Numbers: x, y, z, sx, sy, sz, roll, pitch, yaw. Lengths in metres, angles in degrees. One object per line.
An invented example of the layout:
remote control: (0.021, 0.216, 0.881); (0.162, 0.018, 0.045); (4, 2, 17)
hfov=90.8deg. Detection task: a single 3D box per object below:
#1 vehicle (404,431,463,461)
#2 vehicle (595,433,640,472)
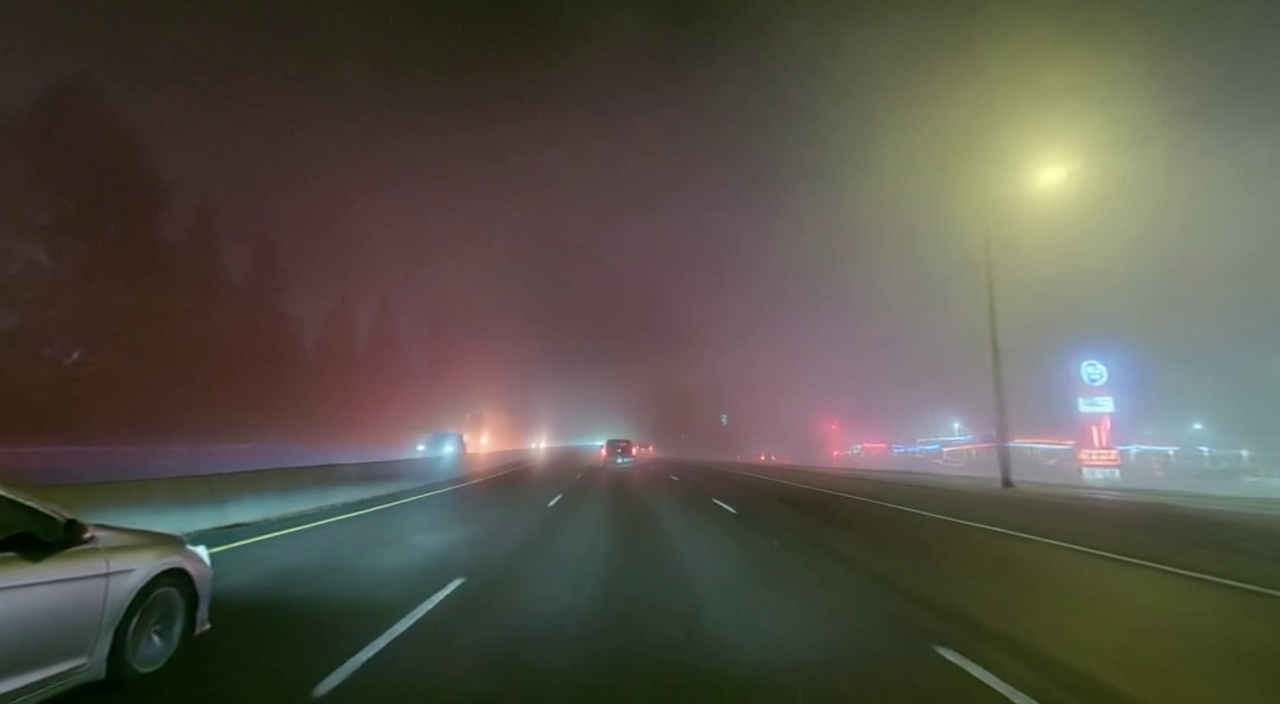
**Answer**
vehicle: (-12.533, 5.783, 38.701); (2.089, 1.685, 4.849); (0, -9, -2)
vehicle: (-1.242, 5.248, 33.042); (2.155, 1.856, 4.796); (0, -9, -3)
